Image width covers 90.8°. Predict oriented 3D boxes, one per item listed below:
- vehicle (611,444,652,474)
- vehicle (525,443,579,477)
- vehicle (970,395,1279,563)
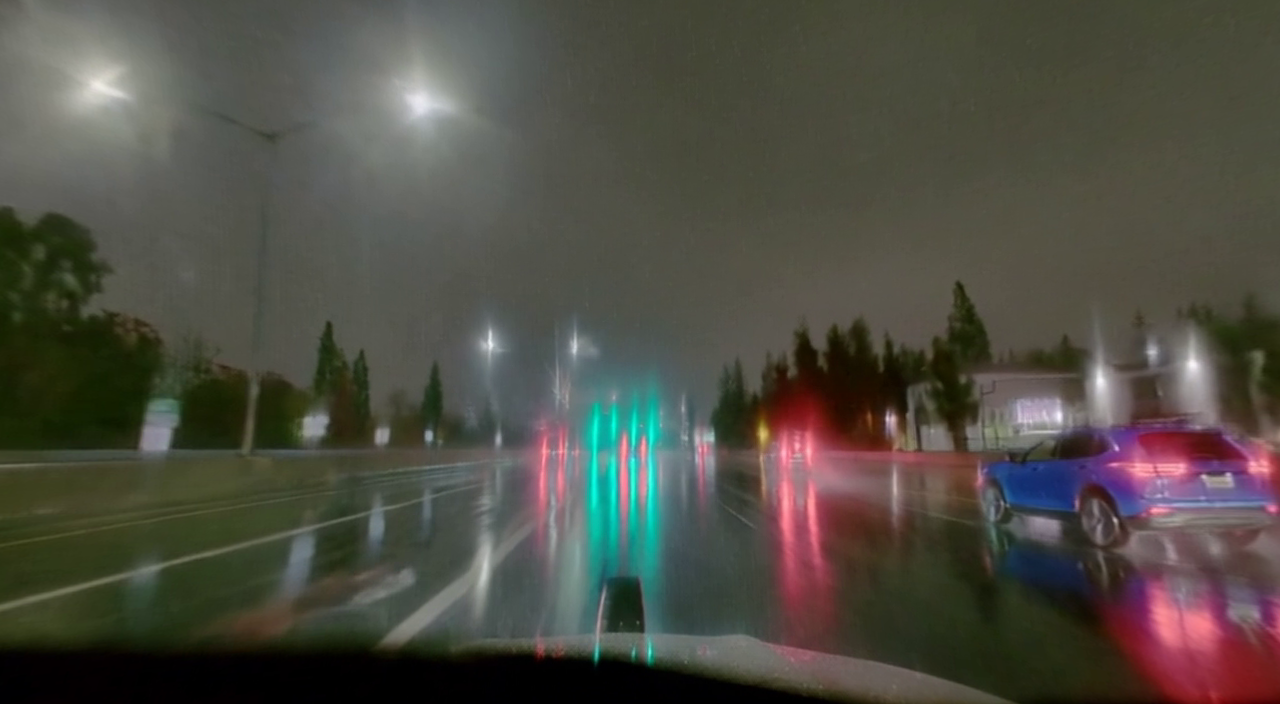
[{"bbox_3d":[-0.470,5.543,32.974,1.997,1.485,4.094,0,-9,-2],"label":"vehicle"},{"bbox_3d":[-4.072,5.070,29.975,1.886,1.465,4.625,0,-8,0],"label":"vehicle"},{"bbox_3d":[7.207,1.728,9.278,2.028,1.801,4.741,0,-9,-1],"label":"vehicle"}]
